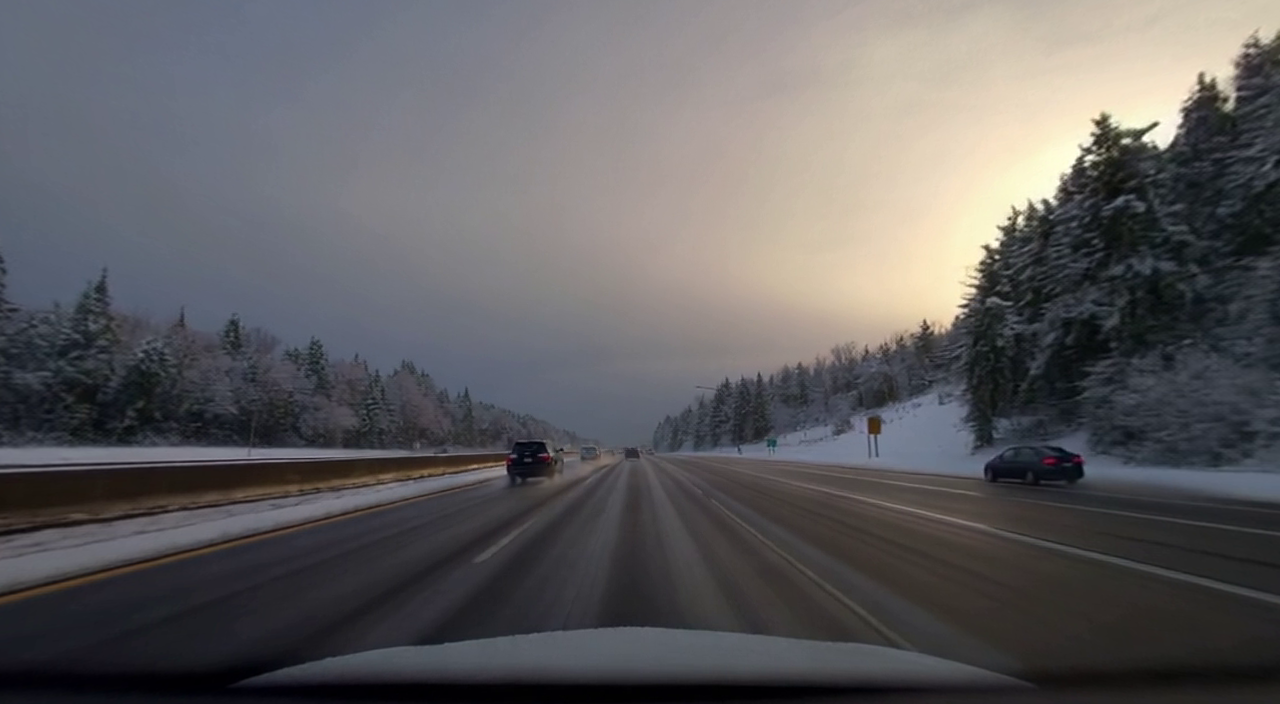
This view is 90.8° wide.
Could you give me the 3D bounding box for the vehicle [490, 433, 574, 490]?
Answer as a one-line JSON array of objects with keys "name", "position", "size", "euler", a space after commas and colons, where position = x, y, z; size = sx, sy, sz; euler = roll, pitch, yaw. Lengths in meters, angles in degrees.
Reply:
[{"name": "vehicle", "position": [-3.609, 3.771, 22.019], "size": [2.114, 1.774, 4.427], "euler": [0, -9, 0]}]
